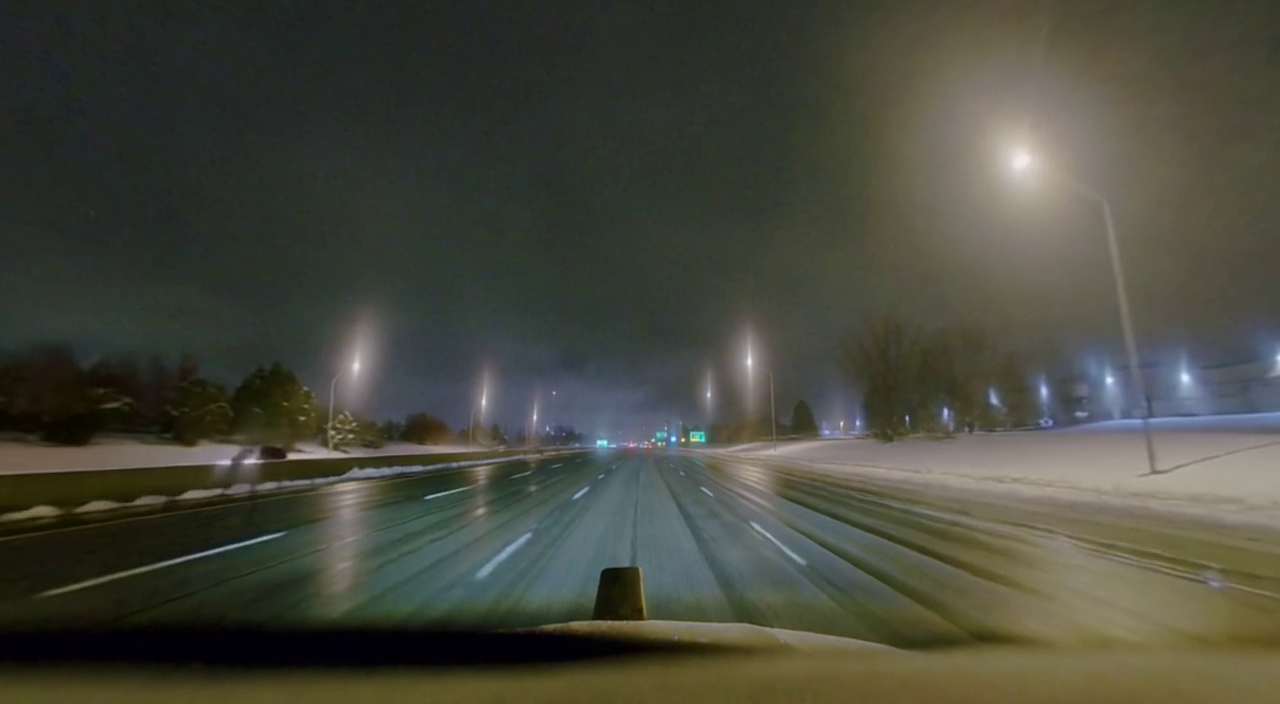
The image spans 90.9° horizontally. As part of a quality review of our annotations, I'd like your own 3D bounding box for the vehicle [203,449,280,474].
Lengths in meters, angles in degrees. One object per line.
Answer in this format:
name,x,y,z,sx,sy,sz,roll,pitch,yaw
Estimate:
vehicle,-28.146,7.713,44.800,2.043,1.641,5.089,0,-8,1
